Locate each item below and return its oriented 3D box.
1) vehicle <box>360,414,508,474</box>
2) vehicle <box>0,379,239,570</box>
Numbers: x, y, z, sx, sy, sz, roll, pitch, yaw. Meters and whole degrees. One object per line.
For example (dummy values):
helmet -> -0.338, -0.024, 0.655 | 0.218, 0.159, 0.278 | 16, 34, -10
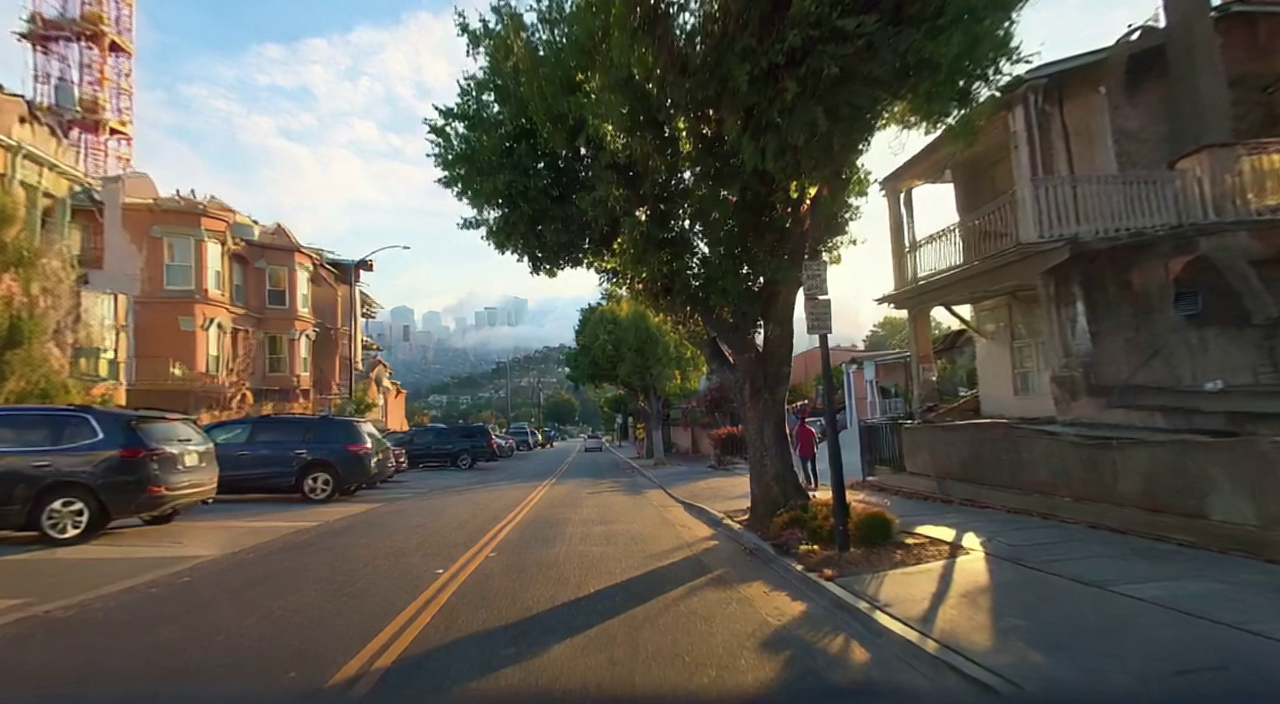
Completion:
vehicle -> -8.790, 3.991, 27.477 | 5.592, 2.439, 2.515 | 1, -8, -5
vehicle -> -7.682, 1.437, 7.664 | 4.254, 1.953, 2.097 | -2, -5, -5
